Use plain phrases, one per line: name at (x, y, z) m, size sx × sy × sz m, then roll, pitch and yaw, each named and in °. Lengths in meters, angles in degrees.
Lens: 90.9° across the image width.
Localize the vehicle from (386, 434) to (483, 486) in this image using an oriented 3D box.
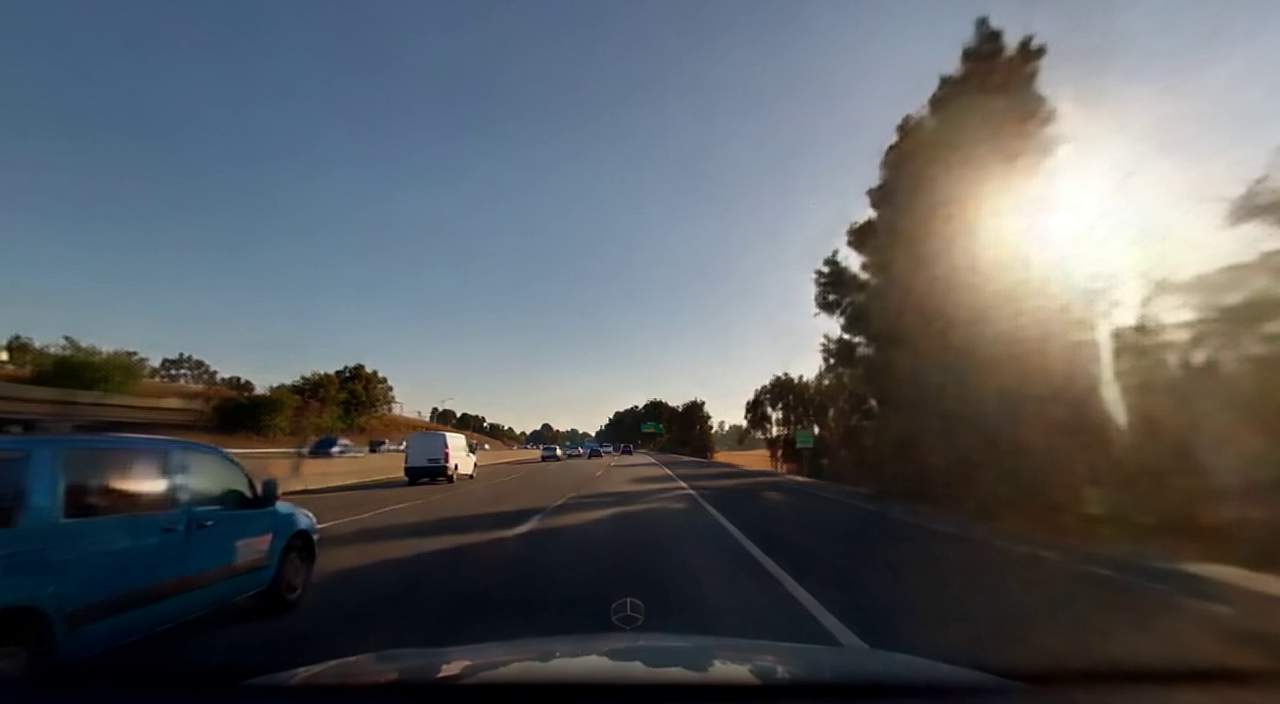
vehicle at (-7.725, 4.107, 24.267) m, size 2.093 × 1.752 × 4.771 m, roll 0°, pitch -9°, yaw 0°

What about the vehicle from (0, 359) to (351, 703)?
vehicle at (-3.645, 0.968, 3.176) m, size 2.040 × 1.679 × 4.865 m, roll 0°, pitch -9°, yaw 0°
